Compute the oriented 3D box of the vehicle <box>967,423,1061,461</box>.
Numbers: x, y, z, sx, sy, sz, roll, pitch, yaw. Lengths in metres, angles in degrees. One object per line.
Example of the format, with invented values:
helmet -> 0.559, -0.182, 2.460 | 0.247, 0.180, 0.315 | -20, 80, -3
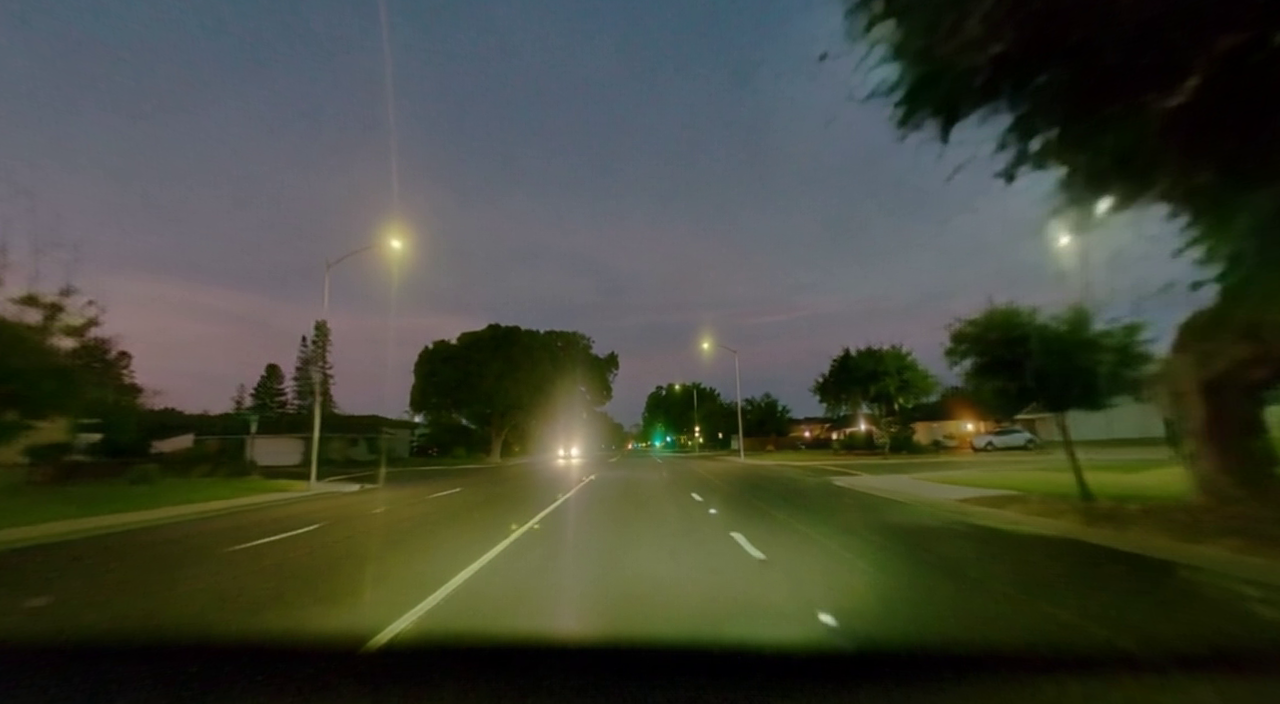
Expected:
vehicle -> 28.705, 6.901, 48.654 | 5.564, 2.741, 2.347 | 0, -8, 4
